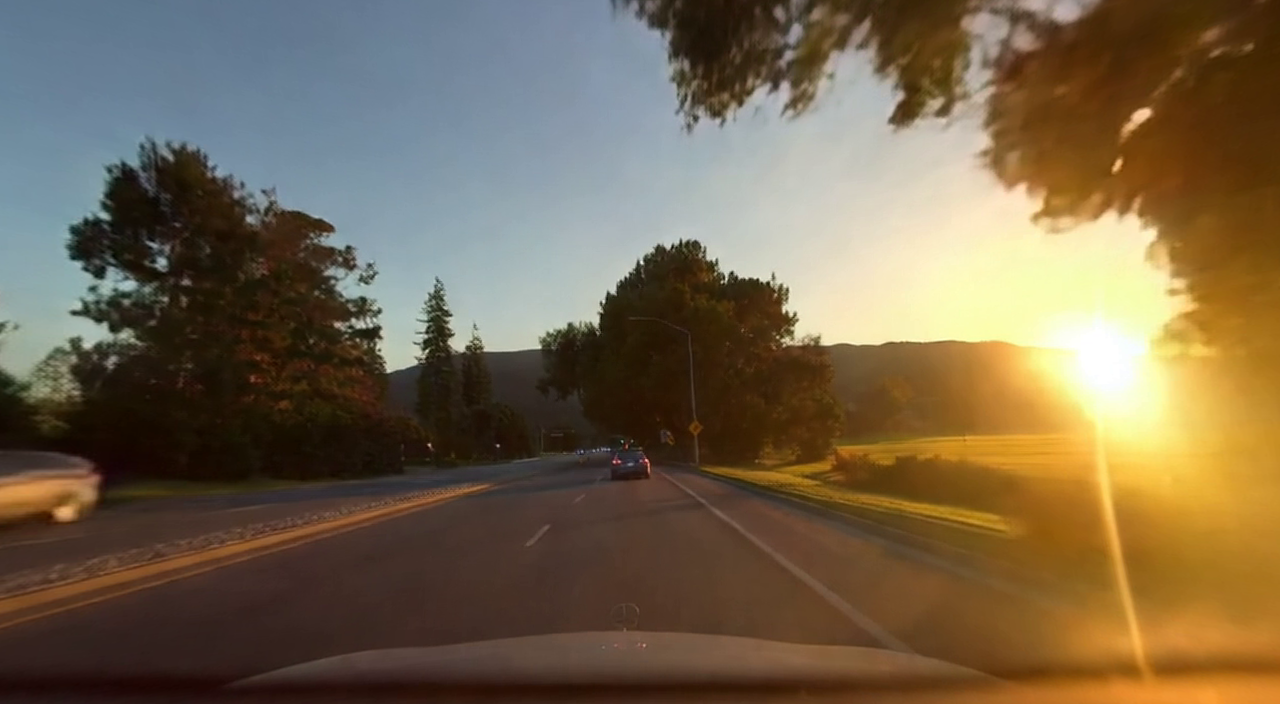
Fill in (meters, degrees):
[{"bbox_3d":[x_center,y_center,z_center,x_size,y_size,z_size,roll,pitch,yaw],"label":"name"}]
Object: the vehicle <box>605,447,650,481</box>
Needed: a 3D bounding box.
[{"bbox_3d":[-0.589,5.208,29.451,1.954,1.469,3.465,0,-9,-1],"label":"vehicle"}]
